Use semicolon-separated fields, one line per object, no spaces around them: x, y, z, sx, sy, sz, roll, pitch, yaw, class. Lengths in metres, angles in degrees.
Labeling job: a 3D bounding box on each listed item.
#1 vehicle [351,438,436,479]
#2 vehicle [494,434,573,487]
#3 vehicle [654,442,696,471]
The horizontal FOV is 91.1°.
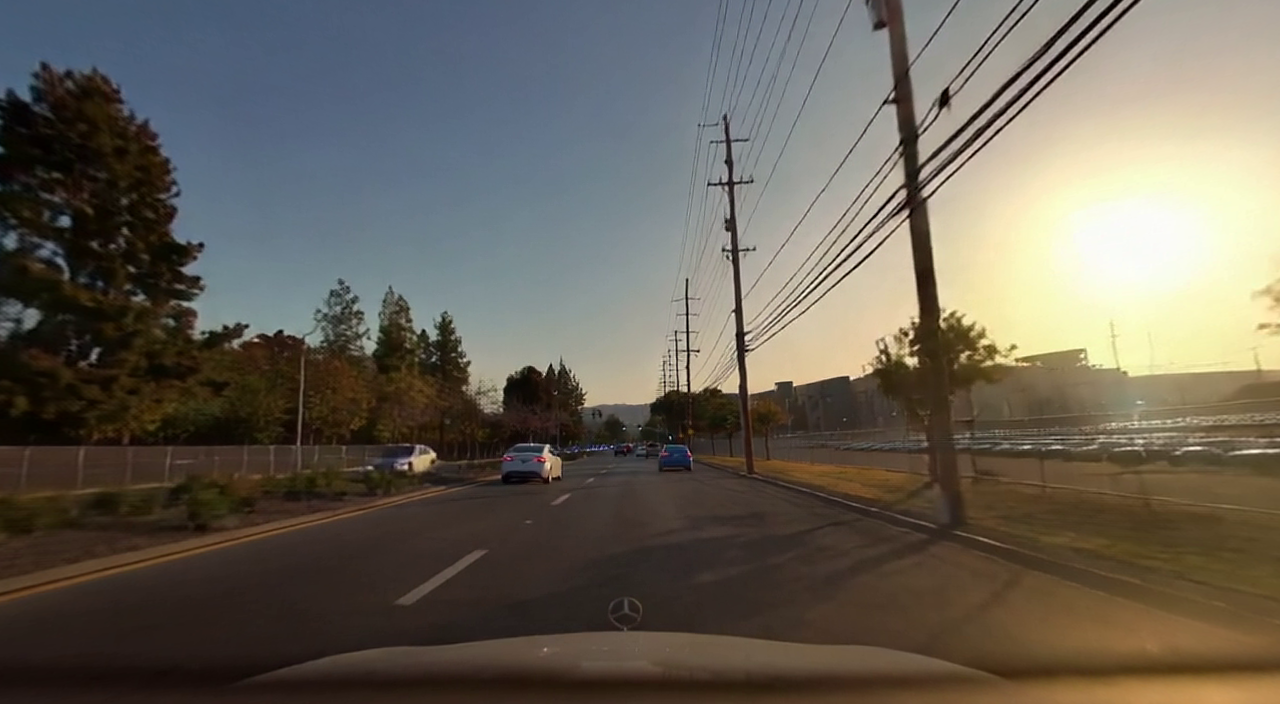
-12.126;5.249;31.322;2.090;1.815;5.244;0;-8;1;vehicle
-3.648;3.813;22.369;1.950;1.692;4.397;0;-8;1;vehicle
1.853;5.737;34.576;2.059;1.486;3.980;0;-8;0;vehicle
